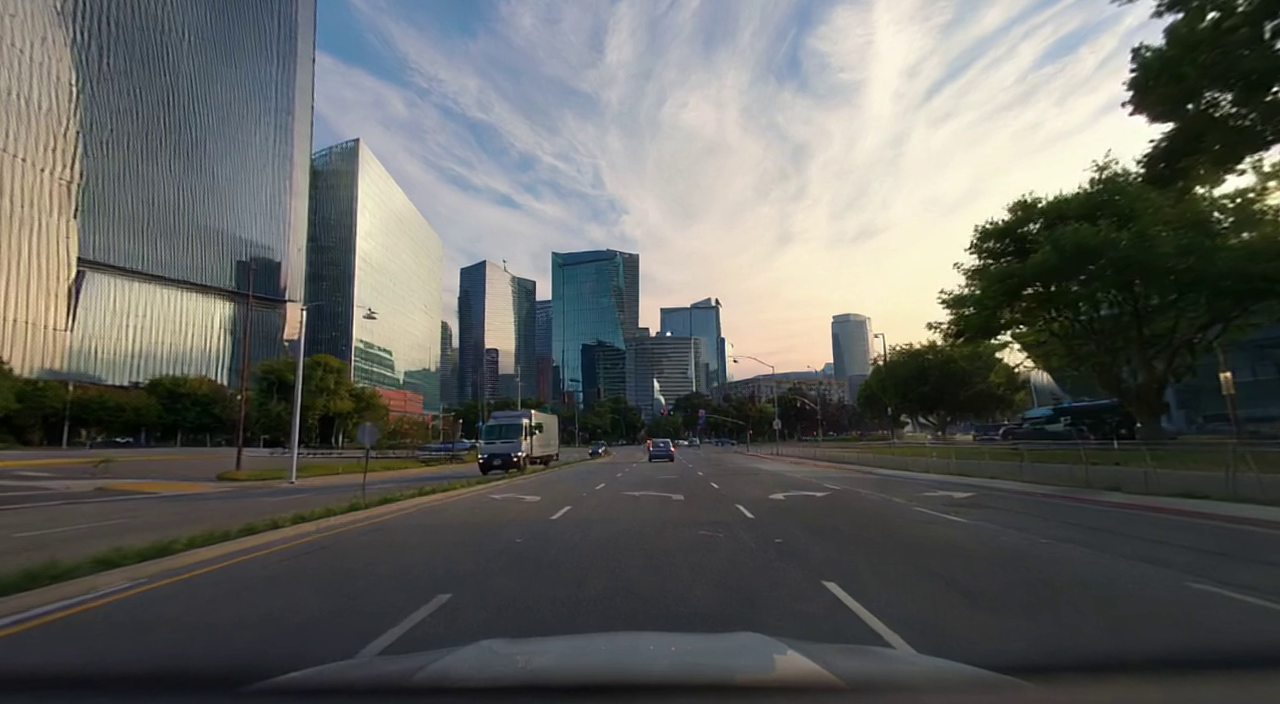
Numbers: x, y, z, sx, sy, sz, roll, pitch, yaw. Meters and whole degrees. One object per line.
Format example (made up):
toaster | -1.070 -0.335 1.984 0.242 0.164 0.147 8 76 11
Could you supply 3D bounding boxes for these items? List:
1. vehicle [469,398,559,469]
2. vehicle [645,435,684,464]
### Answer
vehicle | -7.683 5.381 40.558 3.065 3.928 11.252 0 -9 2
vehicle | 1.737 6.890 44.435 2.601 1.878 4.535 0 -9 2
